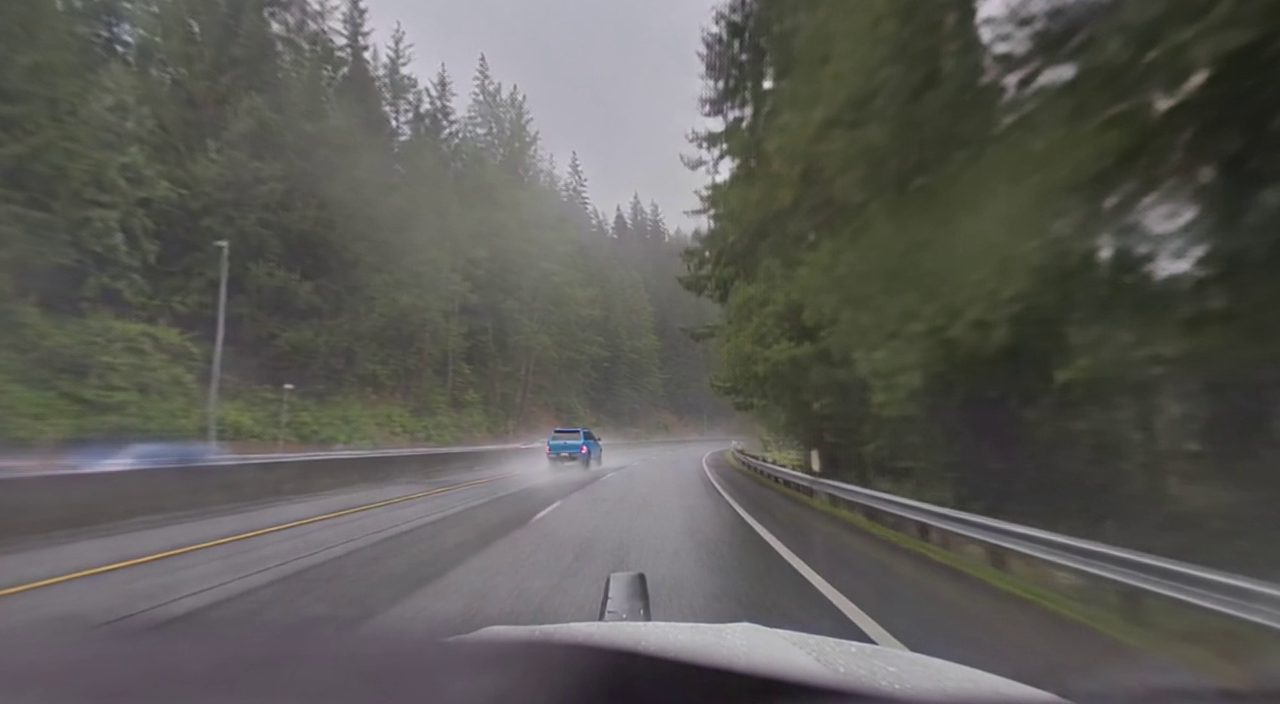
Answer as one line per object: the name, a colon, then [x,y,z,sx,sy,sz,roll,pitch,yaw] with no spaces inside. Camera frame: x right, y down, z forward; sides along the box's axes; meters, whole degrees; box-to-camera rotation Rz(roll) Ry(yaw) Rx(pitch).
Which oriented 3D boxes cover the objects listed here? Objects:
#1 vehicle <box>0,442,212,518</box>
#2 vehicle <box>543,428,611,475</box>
vehicle: [-12.709,2.922,15.015,1.916,1.506,4.401,-1,-8,1]
vehicle: [-2.504,4.107,26.115,2.005,1.752,4.479,-1,-8,5]
